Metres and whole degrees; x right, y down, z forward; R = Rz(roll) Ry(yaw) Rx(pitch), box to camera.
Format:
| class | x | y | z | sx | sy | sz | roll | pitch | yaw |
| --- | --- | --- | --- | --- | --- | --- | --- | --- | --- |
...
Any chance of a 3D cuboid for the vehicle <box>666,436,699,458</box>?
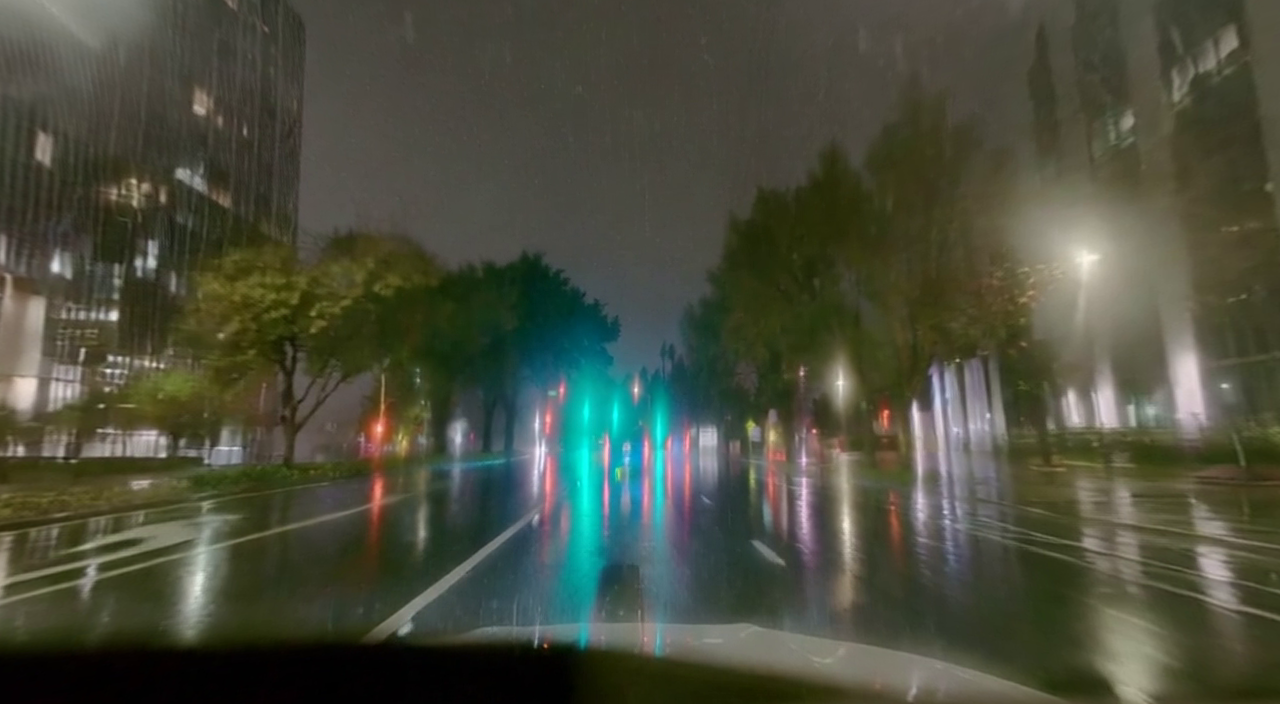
| class | x | y | z | sx | sy | sz | roll | pitch | yaw |
| --- | --- | --- | --- | --- | --- | --- | --- | --- | --- |
| vehicle | 3.072 | 7.024 | 46.670 | 2.065 | 1.495 | 4.792 | 0 | -8 | -1 |

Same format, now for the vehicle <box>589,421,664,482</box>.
| class | x | y | z | sx | sy | sz | roll | pitch | yaw |
| --- | --- | --- | --- | --- | --- | --- | --- | --- | --- |
| vehicle | -0.455 | 3.429 | 21.951 | 2.313 | 1.860 | 4.319 | 0 | -8 | -1 |
